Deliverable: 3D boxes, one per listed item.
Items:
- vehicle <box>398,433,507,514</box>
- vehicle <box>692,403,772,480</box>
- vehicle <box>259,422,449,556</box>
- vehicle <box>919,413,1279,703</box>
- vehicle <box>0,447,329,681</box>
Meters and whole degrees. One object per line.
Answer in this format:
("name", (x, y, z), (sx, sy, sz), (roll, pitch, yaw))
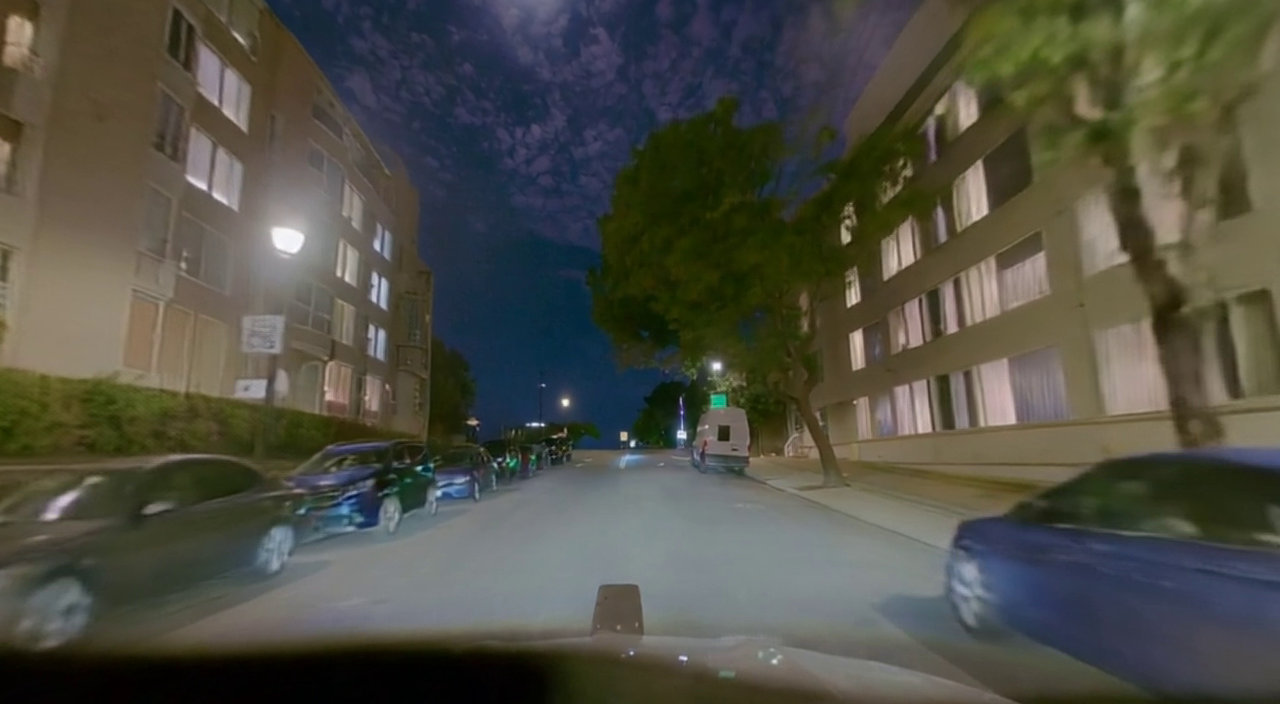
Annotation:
("vehicle", (-5.146, 3.298, 17.948), (1.837, 1.499, 4.443), (-2, -2, -1))
("vehicle", (3.779, 3.524, 25.663), (1.961, 2.656, 3.047), (-2, -1, 35))
("vehicle", (-5.269, 2.445, 12.356), (1.824, 1.664, 4.344), (-1, 0, -2))
("vehicle", (3.237, 1.072, 2.996), (1.835, 1.490, 4.134), (0, -8, -2))
("vehicle", (-5.110, 1.671, 6.005), (1.890, 1.457, 4.856), (0, -8, -1))
